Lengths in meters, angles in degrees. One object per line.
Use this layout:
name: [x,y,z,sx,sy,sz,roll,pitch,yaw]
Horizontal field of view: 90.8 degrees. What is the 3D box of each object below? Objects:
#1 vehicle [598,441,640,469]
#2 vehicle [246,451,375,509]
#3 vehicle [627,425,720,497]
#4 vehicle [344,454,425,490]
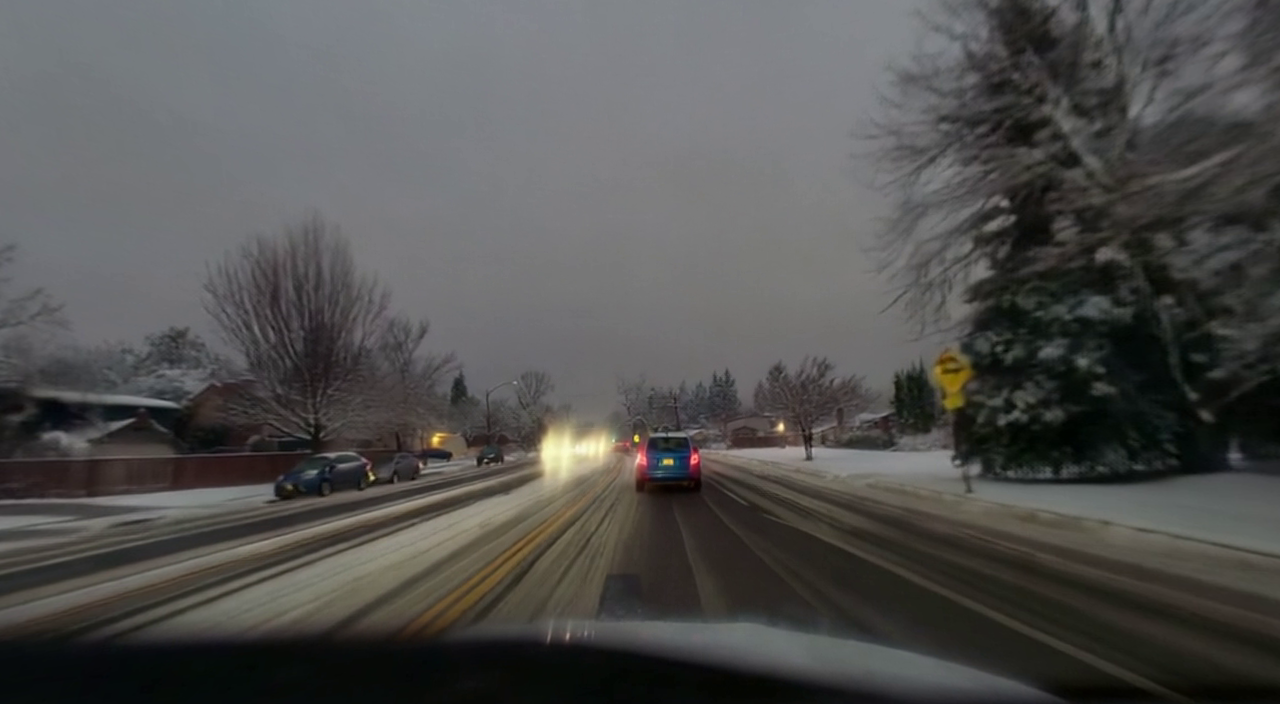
vehicle: [-1.209,5.624,34.636,2.196,1.449,4.006,0,-8,-4]
vehicle: [-12.173,4.687,23.792,2.150,1.644,5.120,-8,-9,-2]
vehicle: [0.795,3.054,18.112,2.200,1.763,4.676,0,-8,-3]
vehicle: [-11.870,5.584,29.672,1.831,1.464,4.520,0,-8,1]
